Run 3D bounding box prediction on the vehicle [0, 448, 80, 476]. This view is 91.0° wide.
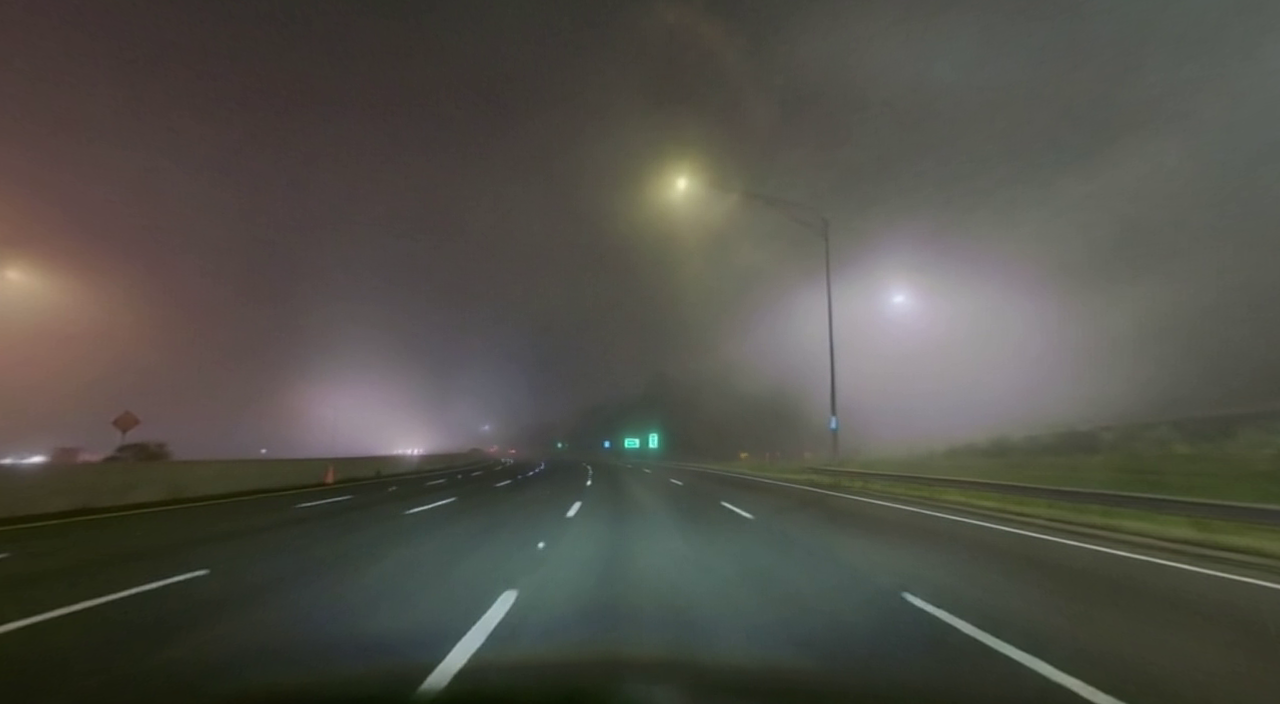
[{"bbox_3d":[-38.829,6.968,40.235,1.954,1.665,4.692,0,-9,-3],"label":"vehicle"}]
